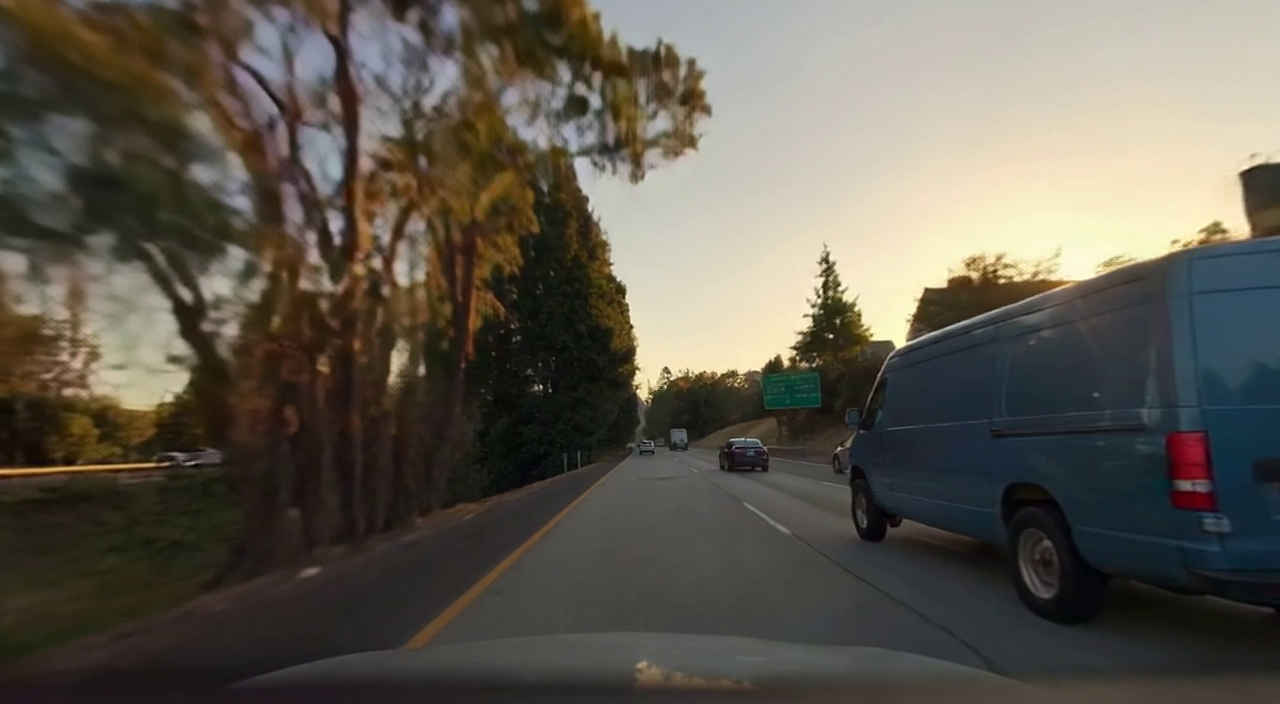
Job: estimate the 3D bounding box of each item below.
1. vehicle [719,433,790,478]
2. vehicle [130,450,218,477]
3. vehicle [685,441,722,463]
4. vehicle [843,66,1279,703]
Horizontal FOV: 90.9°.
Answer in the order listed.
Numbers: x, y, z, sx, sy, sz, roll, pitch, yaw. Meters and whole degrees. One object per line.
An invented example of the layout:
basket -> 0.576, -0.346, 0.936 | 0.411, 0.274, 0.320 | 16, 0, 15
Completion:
vehicle -> 4.508, 4.140, 25.528 | 2.034, 1.651, 4.342 | 0, -8, 0
vehicle -> -27.654, 6.604, 37.639 | 1.949, 1.459, 4.287 | 0, -8, 0
vehicle -> 4.406, 6.977, 44.318 | 2.050, 1.448, 4.123 | 0, -8, -1
vehicle -> 3.634, 0.598, 4.745 | 2.302, 2.670, 5.912 | 0, -8, 1
